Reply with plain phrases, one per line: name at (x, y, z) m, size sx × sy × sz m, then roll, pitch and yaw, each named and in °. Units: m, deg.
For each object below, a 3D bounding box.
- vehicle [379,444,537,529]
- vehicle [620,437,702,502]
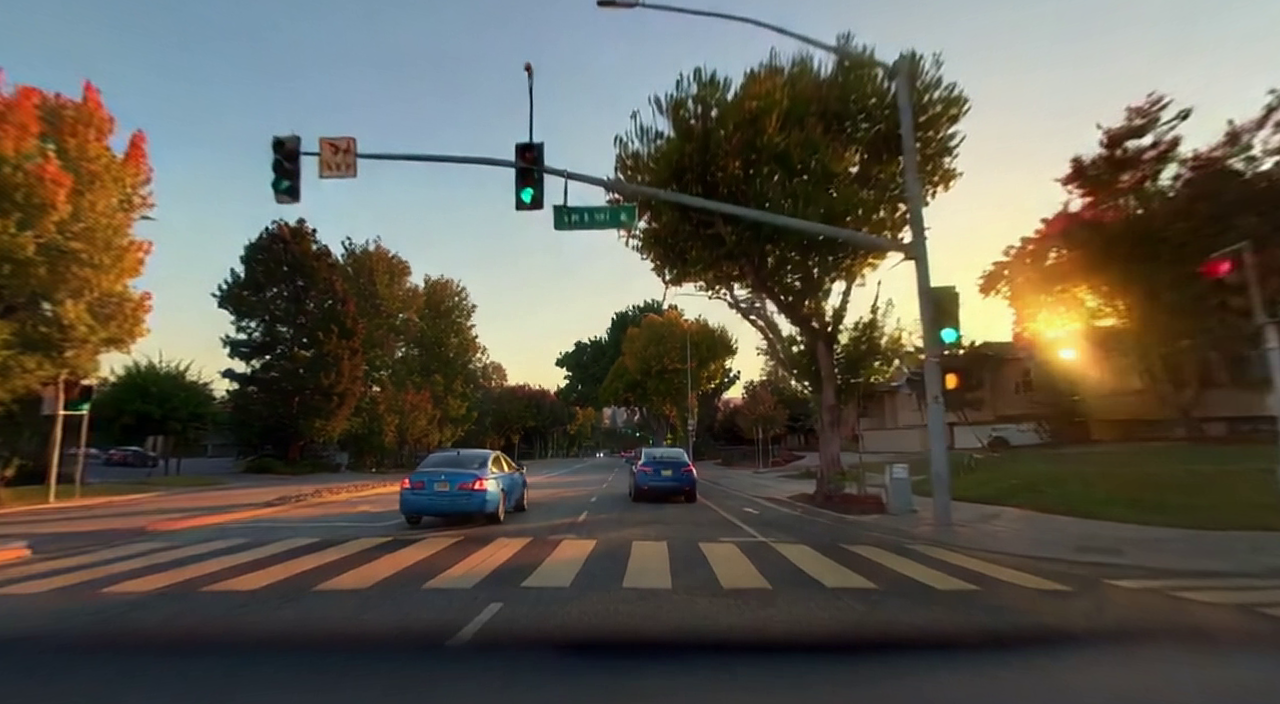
vehicle at (-3.490, 2.643, 12.975) m, size 2.036 × 1.447 × 4.044 m, roll 0°, pitch -9°, yaw 0°
vehicle at (0.528, 3.656, 19.955) m, size 2.215 × 1.799 × 4.426 m, roll 1°, pitch -9°, yaw -3°
